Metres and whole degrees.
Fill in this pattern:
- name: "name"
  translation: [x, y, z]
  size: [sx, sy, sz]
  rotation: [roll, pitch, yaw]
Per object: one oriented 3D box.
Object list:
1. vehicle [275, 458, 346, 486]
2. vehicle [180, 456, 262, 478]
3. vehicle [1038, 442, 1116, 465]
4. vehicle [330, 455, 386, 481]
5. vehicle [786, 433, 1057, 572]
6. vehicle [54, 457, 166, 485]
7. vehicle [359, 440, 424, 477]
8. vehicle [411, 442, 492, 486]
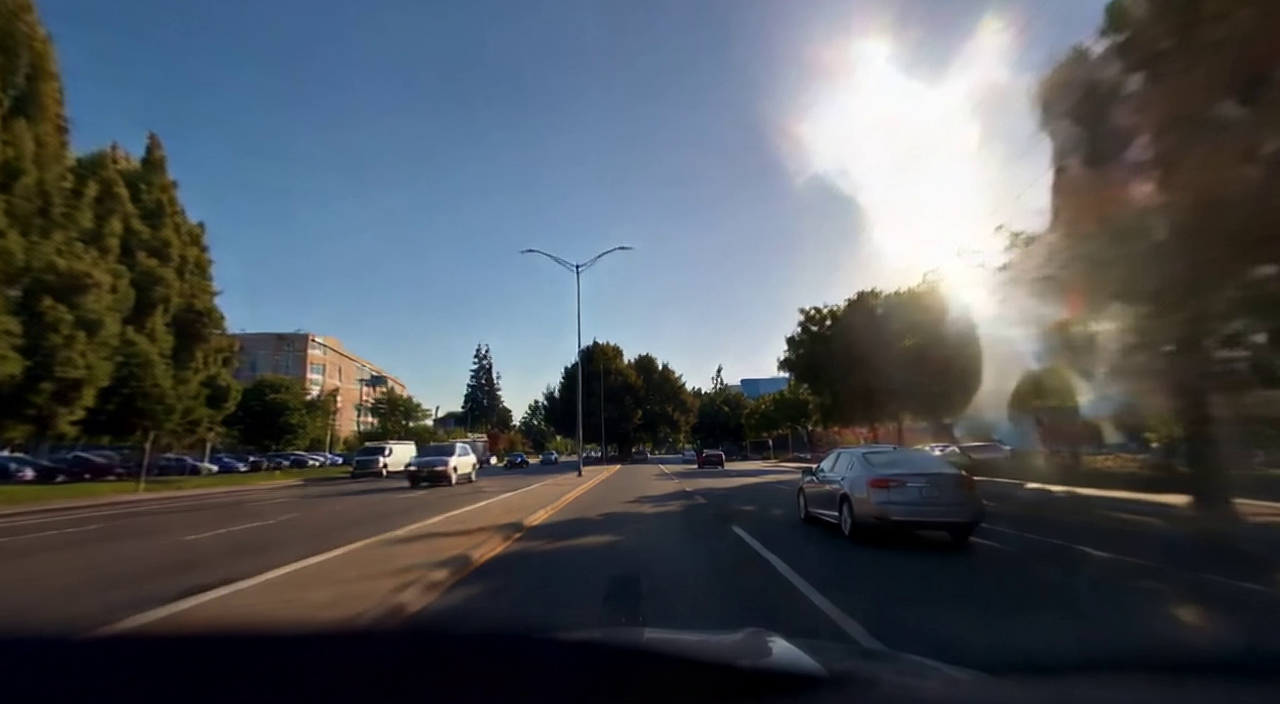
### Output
- name: "vehicle"
  translation: [-19.234, 7.010, 36.838]
  size: [1.787, 1.452, 4.482]
  rotation: [0, -9, -1]
- name: "vehicle"
  translation: [-29.916, 8.210, 44.908]
  size: [4.549, 1.438, 1.796]
  rotation: [0, -9, -1]
- name: "vehicle"
  translation: [32.255, 7.492, 46.404]
  size: [4.394, 1.681, 2.009]
  rotation: [1, -8, -5]
- name: "vehicle"
  translation: [-19.074, 7.844, 42.624]
  size: [1.841, 1.573, 4.254]
  rotation: [0, -9, -1]
- name: "vehicle"
  translation: [3.614, 1.993, 9.158]
  size: [1.935, 1.501, 4.384]
  rotation: [0, -9, 0]
- name: "vehicle"
  translation: [-29.743, 6.679, 35.315]
  size: [4.499, 1.476, 1.869]
  rotation: [0, -9, -1]
- name: "vehicle"
  translation: [-19.120, 8.233, 48.765]
  size: [2.242, 2.633, 6.792]
  rotation: [0, -9, 1]
- name: "vehicle"
  translation: [-8.523, 5.089, 28.890]
  size: [2.156, 1.838, 4.945]
  rotation: [0, -9, 0]
